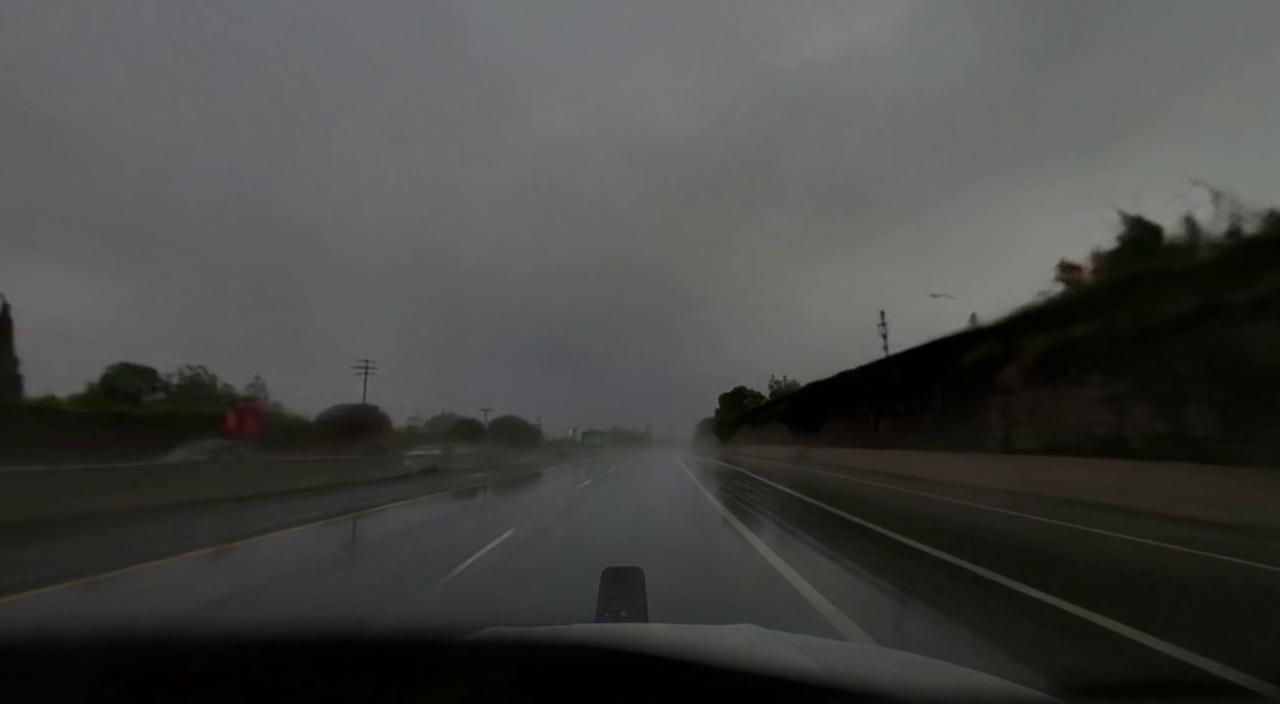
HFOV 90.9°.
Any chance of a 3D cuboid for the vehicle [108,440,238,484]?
[{"bbox_3d":[-19.178,4.512,26.216,1.918,1.636,4.408,-1,-9,2],"label":"vehicle"}]
